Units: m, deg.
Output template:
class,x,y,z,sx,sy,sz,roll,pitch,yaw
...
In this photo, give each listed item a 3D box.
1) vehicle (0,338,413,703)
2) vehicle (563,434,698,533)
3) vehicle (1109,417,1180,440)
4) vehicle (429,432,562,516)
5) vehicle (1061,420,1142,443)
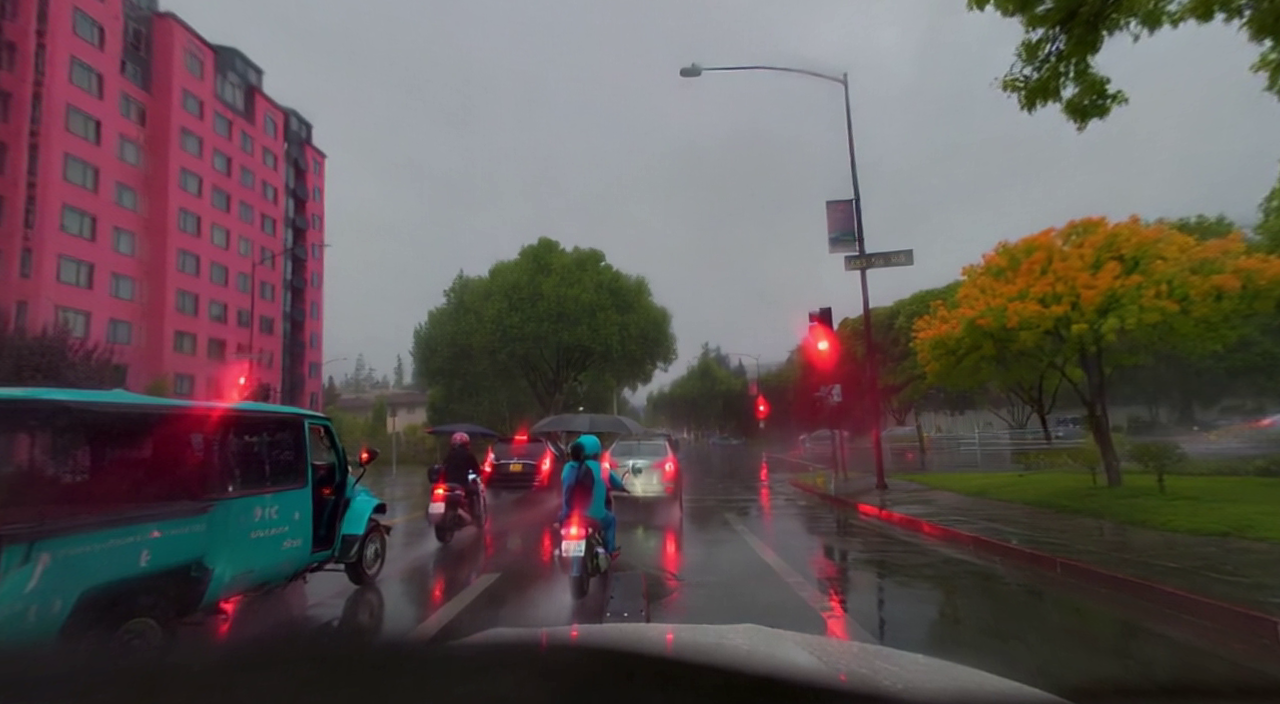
class,x,y,z,sx,sy,sz,roll,pitch,yaw
vehicle,-3.589,1.167,4.602,2.000,1.809,4.855,0,-9,1
vehicle,-0.103,2.300,11.620,2.025,1.458,4.085,-1,-9,1
vehicle,37.005,5.653,46.311,1.716,1.543,3.682,8,-12,-41
vehicle,-3.100,2.710,14.445,1.935,1.615,4.073,-1,-9,2
vehicle,30.810,5.334,42.133,1.751,1.420,4.027,8,-12,-43
